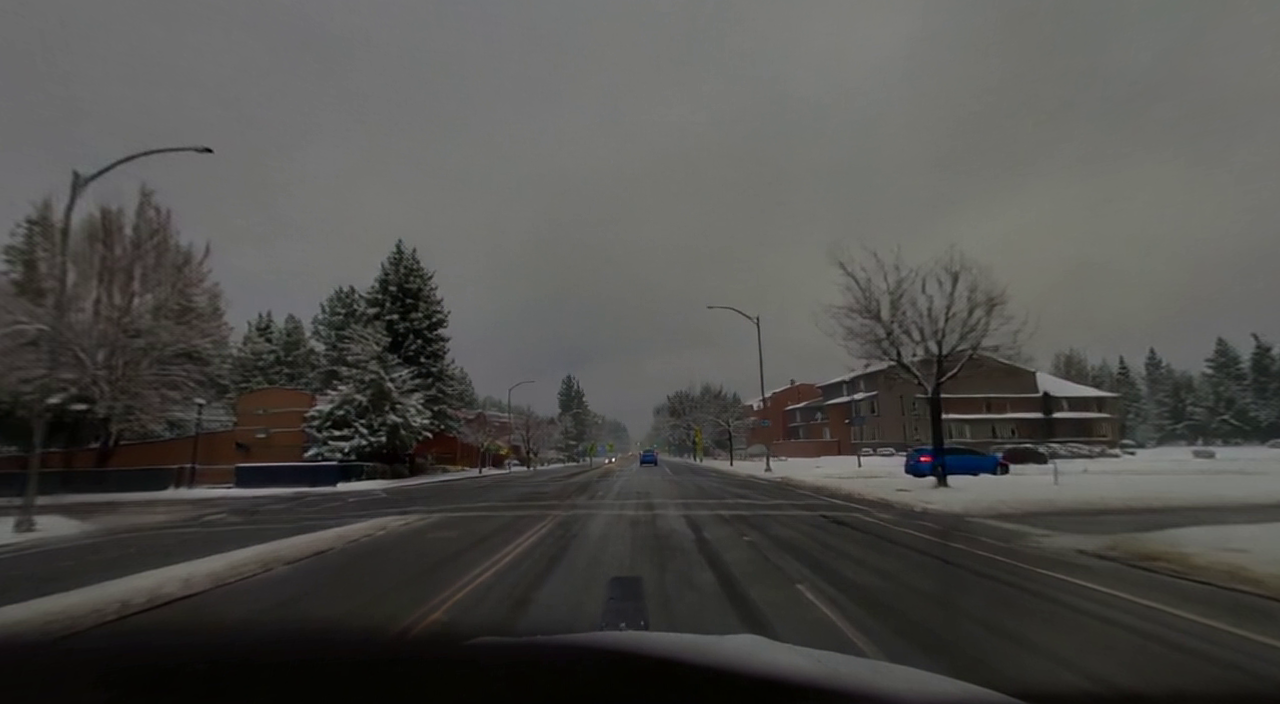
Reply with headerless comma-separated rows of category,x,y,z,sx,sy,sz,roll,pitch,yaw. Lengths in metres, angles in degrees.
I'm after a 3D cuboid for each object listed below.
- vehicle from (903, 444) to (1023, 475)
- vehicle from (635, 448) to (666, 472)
vehicle,15.942,5.299,31.267,4.824,1.462,1.974,0,-9,-1
vehicle,0.775,8.132,47.555,2.200,1.653,4.127,0,-9,0
